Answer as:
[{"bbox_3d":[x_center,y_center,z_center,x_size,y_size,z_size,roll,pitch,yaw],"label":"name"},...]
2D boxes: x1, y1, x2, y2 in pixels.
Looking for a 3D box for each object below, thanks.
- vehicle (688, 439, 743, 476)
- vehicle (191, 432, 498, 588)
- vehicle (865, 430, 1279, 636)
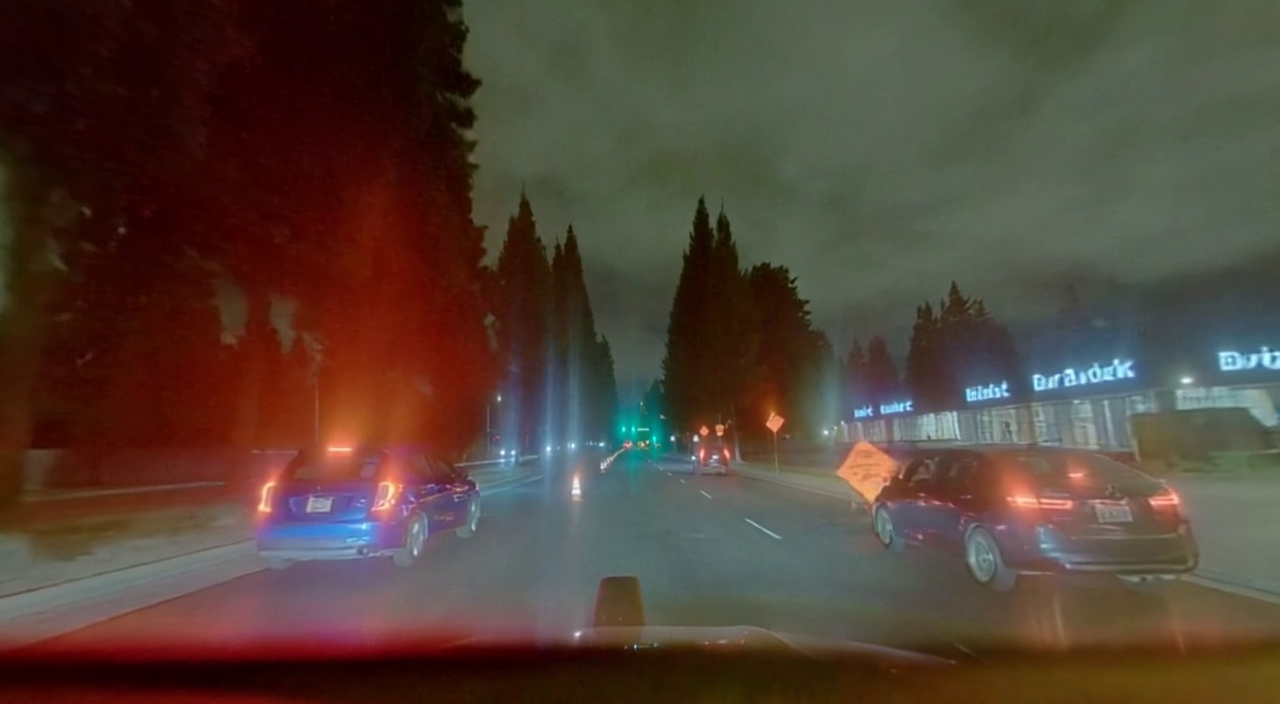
[{"bbox_3d":[3.901,5.556,33.471,2.159,1.793,4.735,0,-9,-2],"label":"vehicle"},{"bbox_3d":[-3.321,1.839,8.201,2.020,1.474,4.098,0,-9,-1],"label":"vehicle"},{"bbox_3d":[4.011,1.624,6.605,1.827,1.491,3.743,0,-9,-1],"label":"vehicle"}]
